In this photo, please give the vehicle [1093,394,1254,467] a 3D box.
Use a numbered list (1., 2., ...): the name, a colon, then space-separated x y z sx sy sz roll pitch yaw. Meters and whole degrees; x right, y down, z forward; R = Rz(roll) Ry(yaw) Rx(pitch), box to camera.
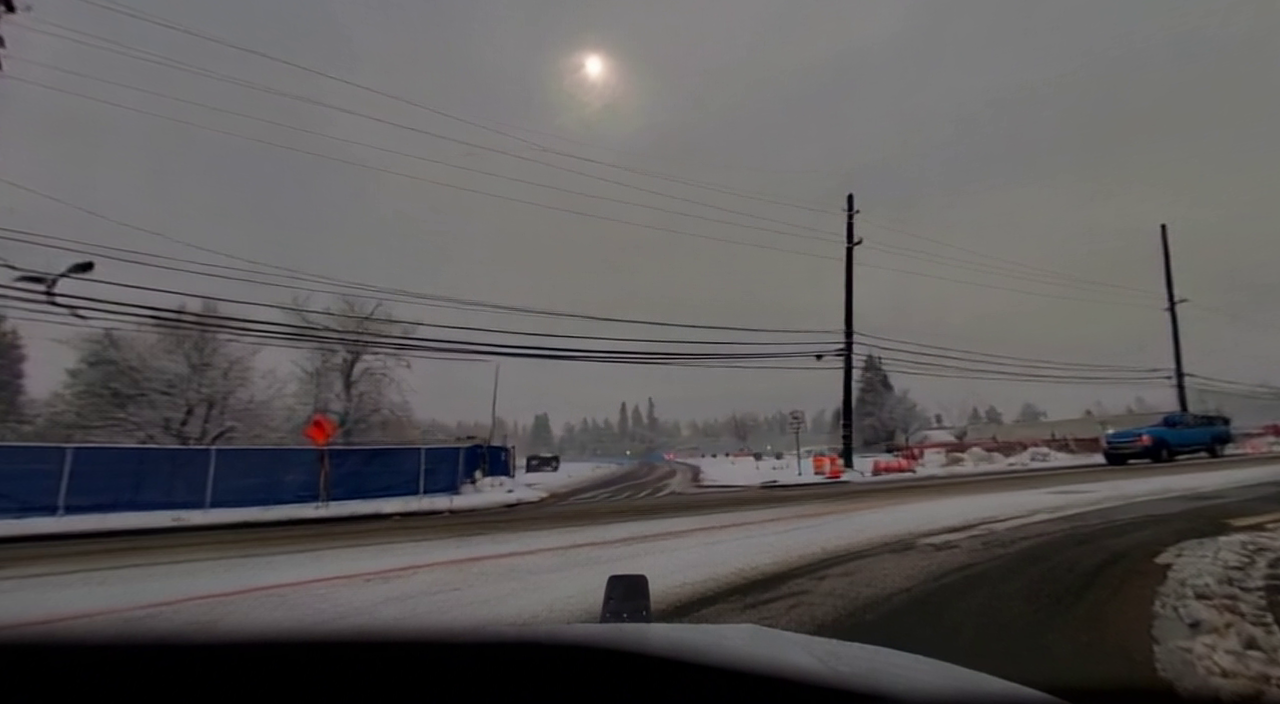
1. vehicle: 26.598 4.013 31.352 8.300 3.218 2.790 4 -12 -27
